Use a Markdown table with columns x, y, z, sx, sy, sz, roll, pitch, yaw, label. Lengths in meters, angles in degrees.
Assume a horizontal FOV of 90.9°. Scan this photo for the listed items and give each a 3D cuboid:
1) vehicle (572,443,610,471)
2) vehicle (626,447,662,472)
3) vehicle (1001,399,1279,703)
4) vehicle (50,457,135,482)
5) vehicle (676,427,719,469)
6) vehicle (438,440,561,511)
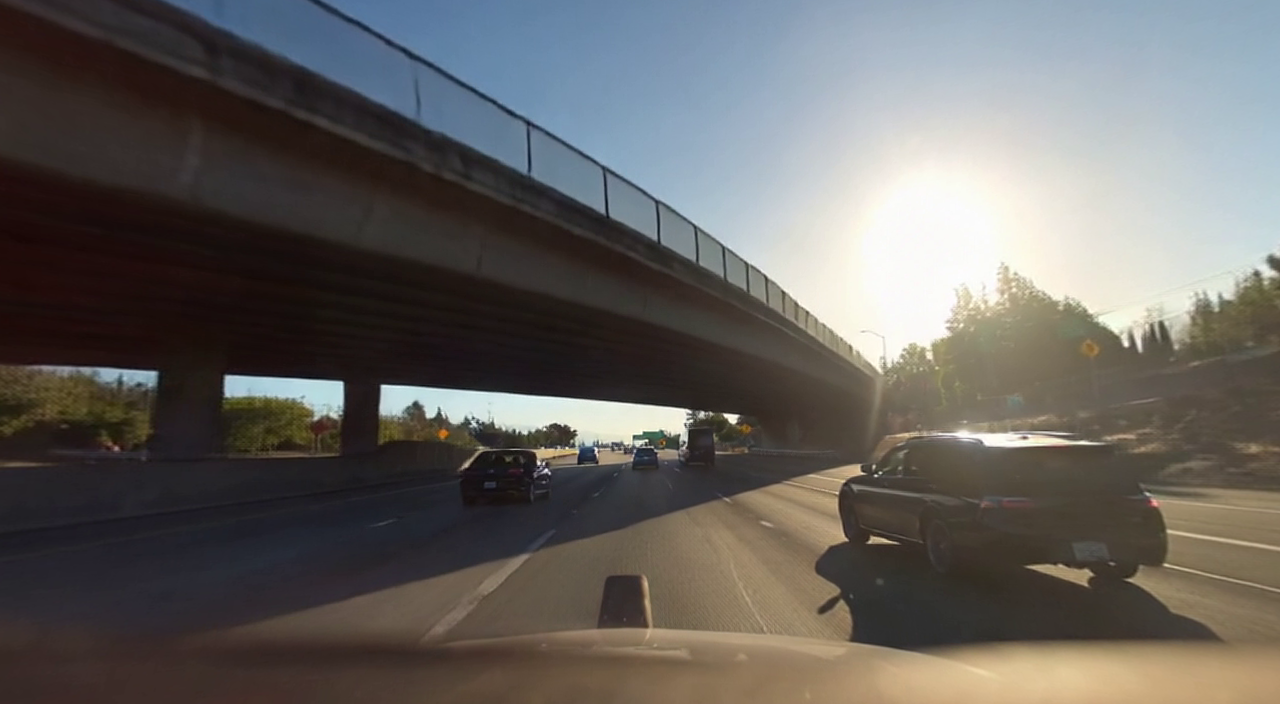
| x | y | z | sx | sy | sz | roll | pitch | yaw | label |
| --- | --- | --- | --- | --- | --- | --- | --- | --- | --- |
| -3.233 | 6.978 | 42.166 | 2.078 | 1.706 | 4.298 | -1 | -8 | 2 | vehicle |
| 0.229 | 6.689 | 39.594 | 2.174 | 1.467 | 4.005 | 0 | -8 | 0 | vehicle |
| 4.010 | 0.989 | 2.826 | 2.085 | 1.558 | 4.466 | 0 | -8 | -1 | vehicle |
| -36.837 | 7.881 | 42.586 | 1.729 | 1.459 | 4.493 | 0 | -8 | 0 | vehicle |
| 4.043 | 6.926 | 45.636 | 2.436 | 2.745 | 6.607 | 0 | -8 | -1 | vehicle |
| -3.377 | 3.046 | 16.063 | 2.137 | 1.562 | 3.926 | 0 | -8 | 2 | vehicle |
